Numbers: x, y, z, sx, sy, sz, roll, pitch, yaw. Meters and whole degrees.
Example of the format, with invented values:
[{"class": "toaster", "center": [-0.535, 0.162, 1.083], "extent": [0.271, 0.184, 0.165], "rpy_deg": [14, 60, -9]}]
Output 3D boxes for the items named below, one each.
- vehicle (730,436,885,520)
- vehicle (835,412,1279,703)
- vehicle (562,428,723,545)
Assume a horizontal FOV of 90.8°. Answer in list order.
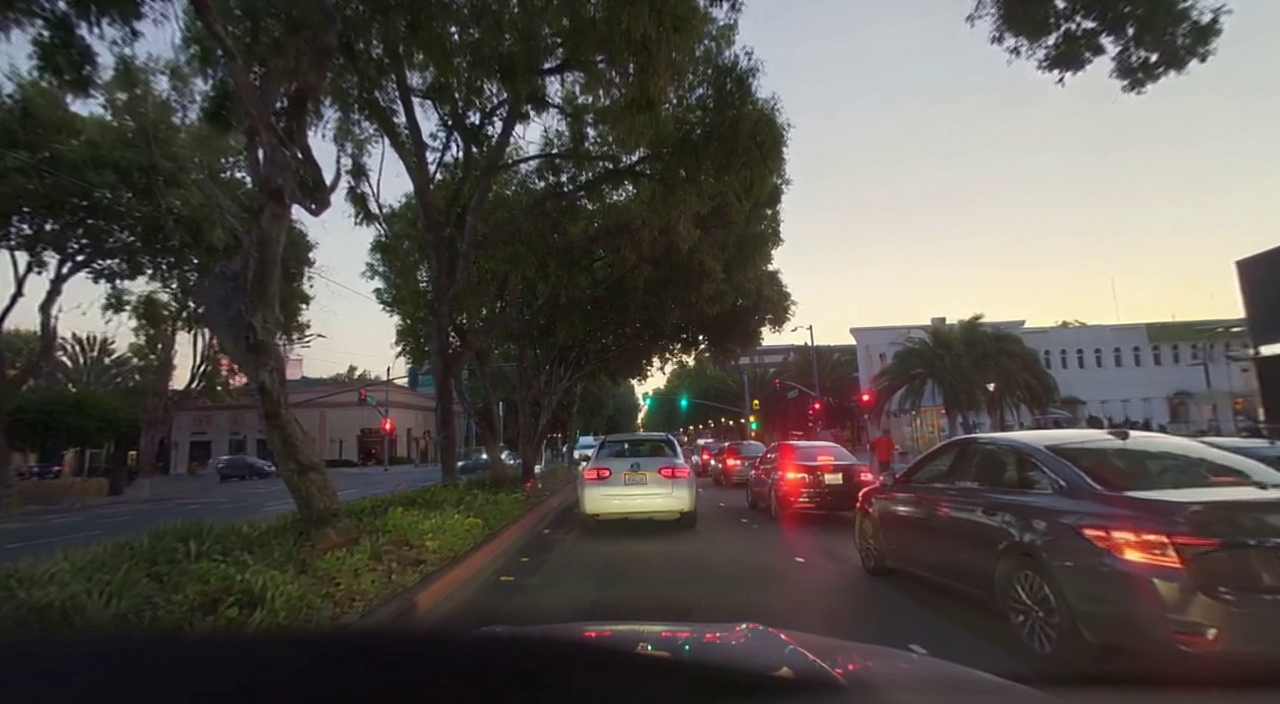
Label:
[{"class": "vehicle", "center": [3.340, 2.606, 13.643], "extent": [1.996, 1.469, 4.495], "rpy_deg": [0, -9, -1]}, {"class": "vehicle", "center": [3.239, 1.325, 4.963], "extent": [1.912, 1.454, 4.537], "rpy_deg": [0, -9, -1]}, {"class": "vehicle", "center": [0.009, 2.081, 10.410], "extent": [2.118, 1.512, 4.013], "rpy_deg": [0, -9, -1]}]
